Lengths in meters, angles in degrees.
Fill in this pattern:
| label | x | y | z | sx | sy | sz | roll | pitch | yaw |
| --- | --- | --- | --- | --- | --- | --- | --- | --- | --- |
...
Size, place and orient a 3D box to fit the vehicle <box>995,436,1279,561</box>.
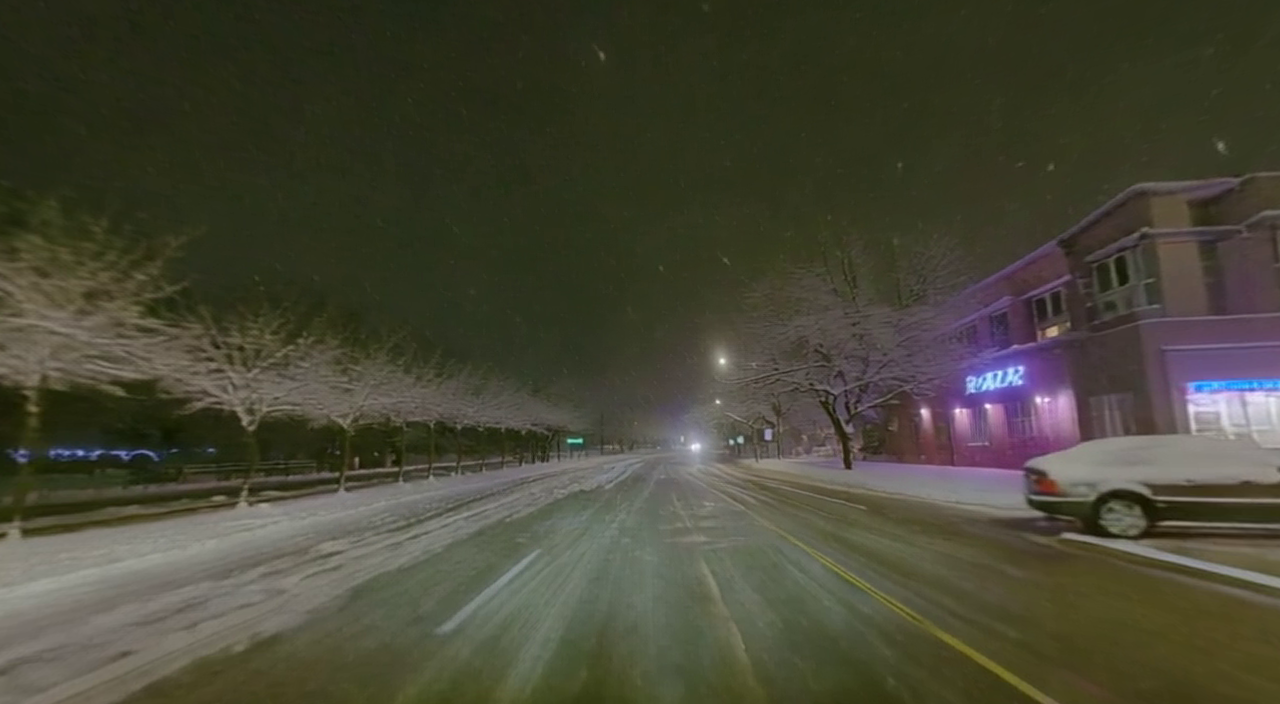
| label | x | y | z | sx | sy | sz | roll | pitch | yaw |
| --- | --- | --- | --- | --- | --- | --- | --- | --- | --- |
| vehicle | 7.764 | 1.943 | 8.802 | 4.733 | 1.499 | 2.000 | -4 | -9 | 26 |
